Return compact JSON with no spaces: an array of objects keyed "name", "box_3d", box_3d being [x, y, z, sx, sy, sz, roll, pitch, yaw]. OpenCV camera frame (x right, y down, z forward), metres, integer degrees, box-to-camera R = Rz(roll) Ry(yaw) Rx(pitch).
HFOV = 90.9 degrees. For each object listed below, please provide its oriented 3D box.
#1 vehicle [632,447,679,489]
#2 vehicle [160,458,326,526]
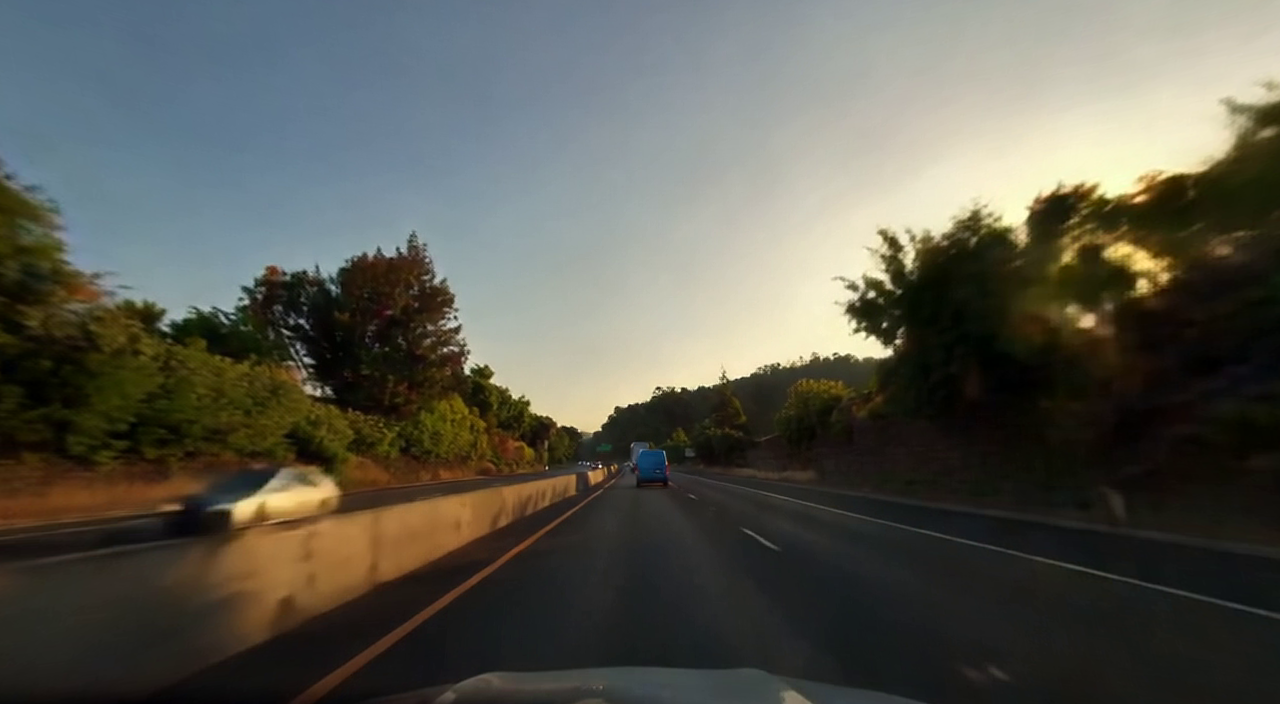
[{"name":"vehicle","box_3d":[0.821,6.690,36.367,2.429,2.167,4.558,1,-11,-2]},{"name":"vehicle","box_3d":[-11.745,4.162,19.139,2.023,1.743,4.528,1,-10,0]}]
